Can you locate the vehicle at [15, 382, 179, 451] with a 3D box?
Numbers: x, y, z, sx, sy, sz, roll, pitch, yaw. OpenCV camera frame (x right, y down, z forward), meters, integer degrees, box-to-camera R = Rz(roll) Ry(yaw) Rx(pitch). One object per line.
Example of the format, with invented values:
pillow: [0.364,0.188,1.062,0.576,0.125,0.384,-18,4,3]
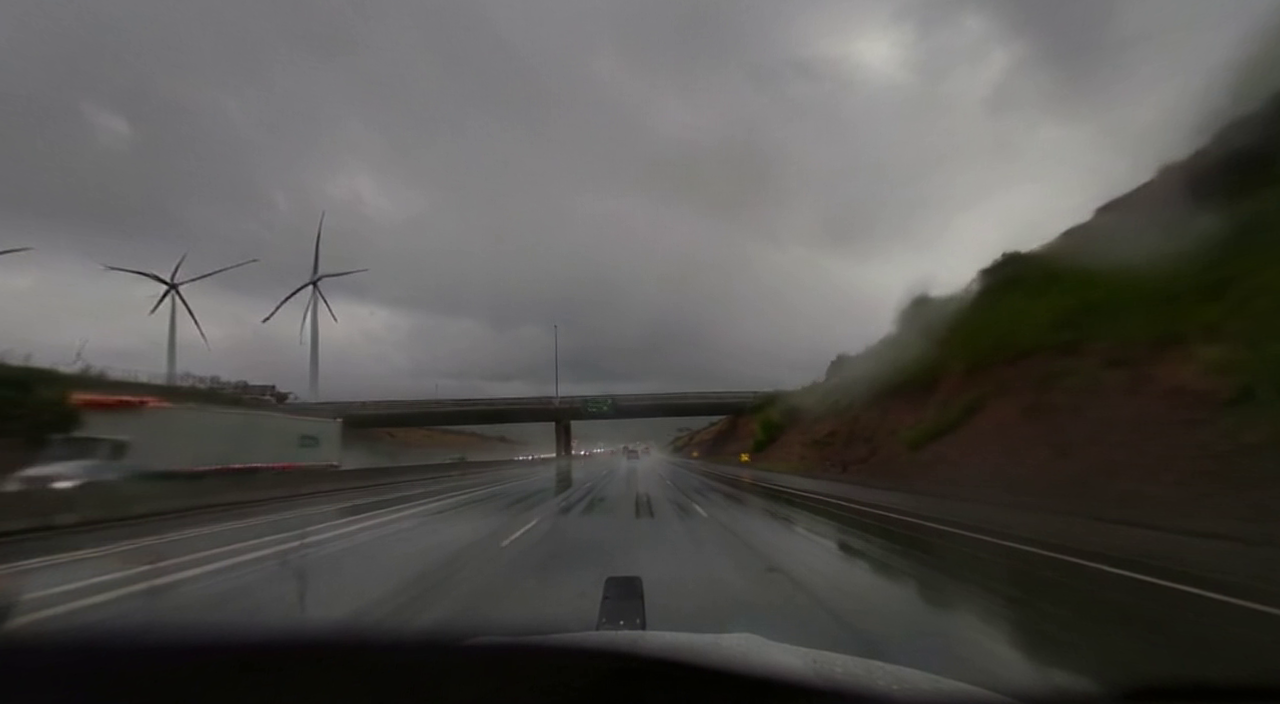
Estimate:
vehicle: [-19.716,2.238,23.268,1.970,1.671,4.758,0,5,-2]

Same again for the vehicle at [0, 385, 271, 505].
vehicle: [-19.646,3.743,25.232,3.140,3.718,11.043,0,-9,0]

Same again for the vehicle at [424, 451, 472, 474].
vehicle: [-12.649,7.289,41.820,1.887,1.441,4.148,0,-9,0]
